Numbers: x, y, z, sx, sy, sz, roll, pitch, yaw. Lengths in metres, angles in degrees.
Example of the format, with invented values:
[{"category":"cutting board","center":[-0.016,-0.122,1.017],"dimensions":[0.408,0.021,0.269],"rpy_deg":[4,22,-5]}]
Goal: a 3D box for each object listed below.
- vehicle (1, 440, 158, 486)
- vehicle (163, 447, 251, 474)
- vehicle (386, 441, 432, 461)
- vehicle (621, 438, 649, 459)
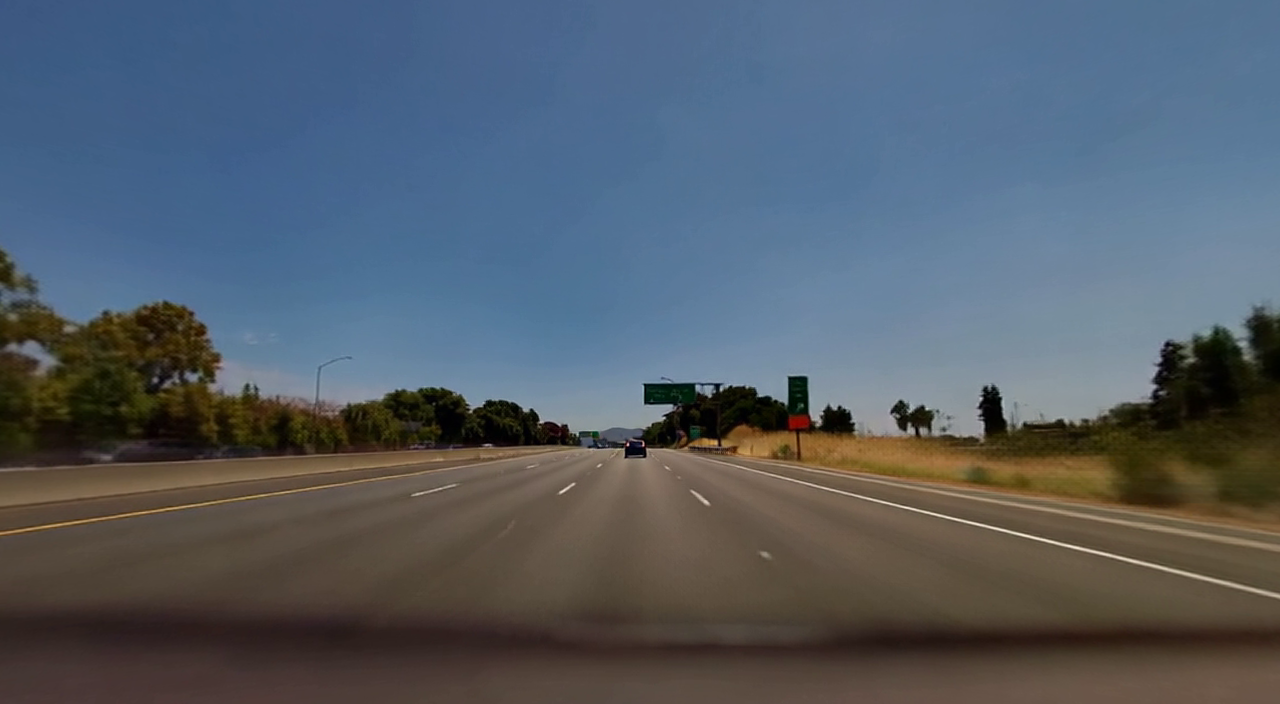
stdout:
[{"category":"vehicle","center":[-21.599,4.269,24.668],"dimensions":[1.947,1.606,4.533],"rpy_deg":[0,-8,-1]},{"category":"vehicle","center":[-25.368,6.356,37.263],"dimensions":[1.870,1.484,4.703],"rpy_deg":[0,-8,0]},{"category":"vehicle","center":[-17.875,7.689,49.153],"dimensions":[1.974,1.513,4.348],"rpy_deg":[0,-9,0]},{"category":"vehicle","center":[-0.364,7.165,47.028],"dimensions":[2.025,1.460,4.189],"rpy_deg":[0,-8,0]}]
